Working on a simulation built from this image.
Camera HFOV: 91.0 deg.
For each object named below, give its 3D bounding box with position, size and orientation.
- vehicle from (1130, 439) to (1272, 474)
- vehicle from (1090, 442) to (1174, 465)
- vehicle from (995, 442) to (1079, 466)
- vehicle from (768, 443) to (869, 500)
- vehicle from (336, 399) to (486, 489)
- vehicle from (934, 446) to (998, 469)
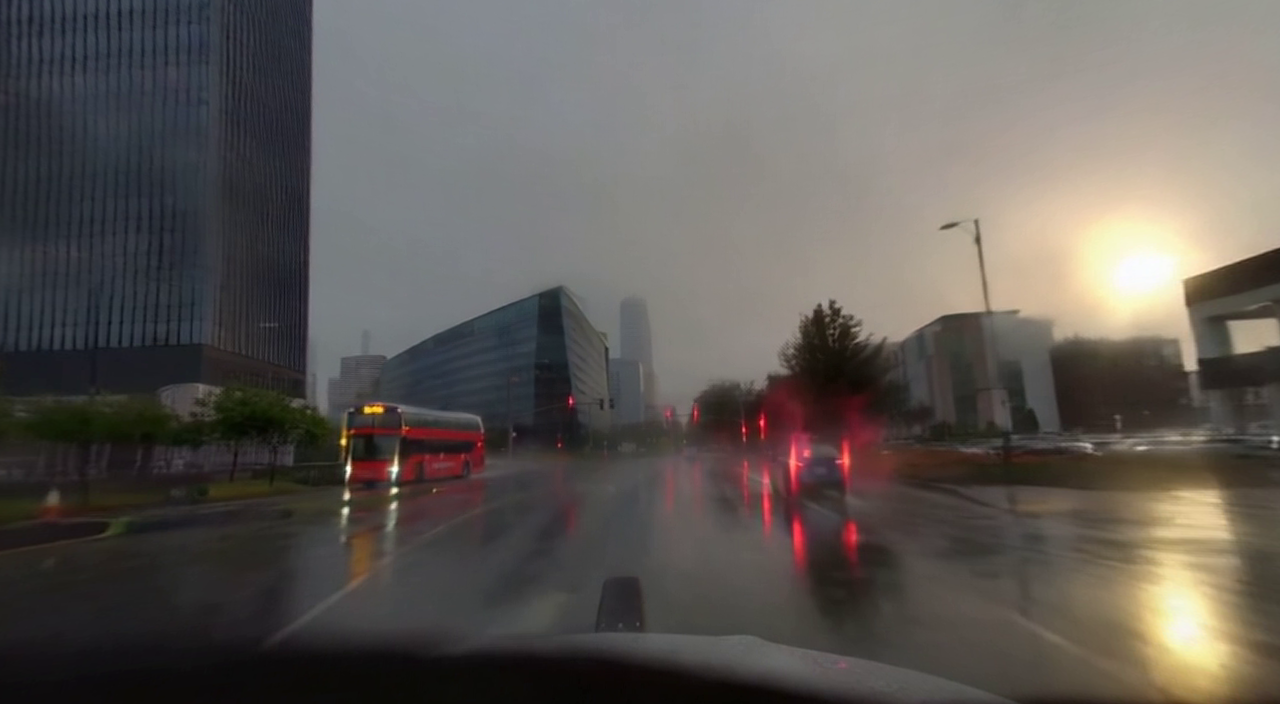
[{"bbox_3d":[24.546,4.610,27.680,4.201,1.441,1.970,-1,-9,4],"label":"vehicle"},{"bbox_3d":[38.600,7.996,49.502,4.638,1.678,2.196,-1,-9,2],"label":"vehicle"},{"bbox_3d":[25.224,6.517,40.118,3.983,1.479,1.857,-2,-9,9],"label":"vehicle"},{"bbox_3d":[5.205,3.559,18.989,1.993,1.501,4.127,-1,-9,2],"label":"vehicle"},{"bbox_3d":[-13.005,5.642,38.034,3.110,4.418,13.688,-1,-9,4],"label":"vehicle"},{"bbox_3d":[24.887,8.080,48.169,3.824,1.453,1.894,-3,-8,1],"label":"vehicle"}]
